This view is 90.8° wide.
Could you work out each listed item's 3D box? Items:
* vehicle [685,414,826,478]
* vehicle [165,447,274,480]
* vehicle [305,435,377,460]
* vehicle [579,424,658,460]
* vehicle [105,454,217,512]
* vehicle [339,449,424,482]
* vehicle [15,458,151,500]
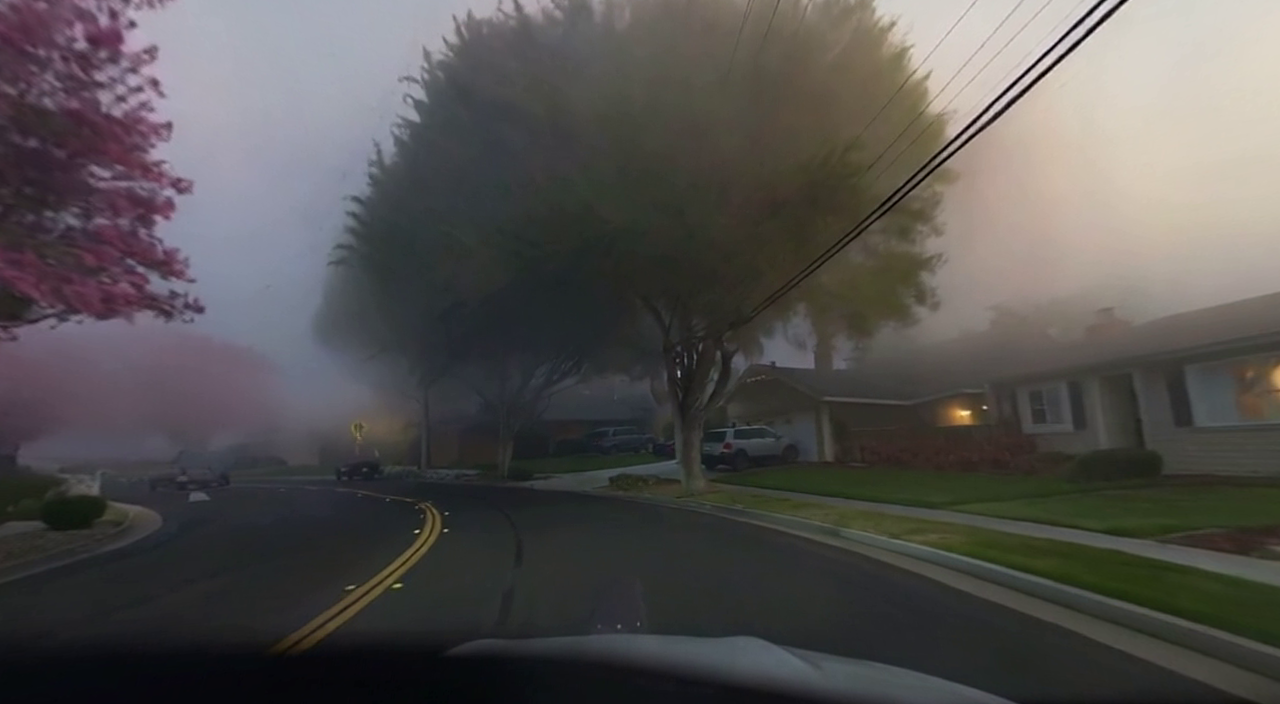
[{"bbox_3d":[4.095,3.279,22.367,4.459,1.738,1.930,-2,-7,-25],"label":"vehicle"},{"bbox_3d":[-23.845,6.318,35.884,5.026,1.774,2.016,-2,-9,11],"label":"vehicle"},{"bbox_3d":[-22.719,7.275,48.011,4.707,1.800,1.962,5,-10,-29],"label":"vehicle"},{"bbox_3d":[-1.107,5.008,35.085,2.043,1.819,4.476,-6,-11,36],"label":"vehicle"},{"bbox_3d":[-16.039,4.288,21.105,3.897,1.493,1.942,-5,-7,37],"label":"vehicle"},{"bbox_3d":[-12.754,5.540,31.096,4.019,1.484,1.978,-6,-11,36],"label":"vehicle"},{"bbox_3d":[-21.985,5.006,24.973,4.348,1.440,2.040,-5,-9,19],"label":"vehicle"}]
